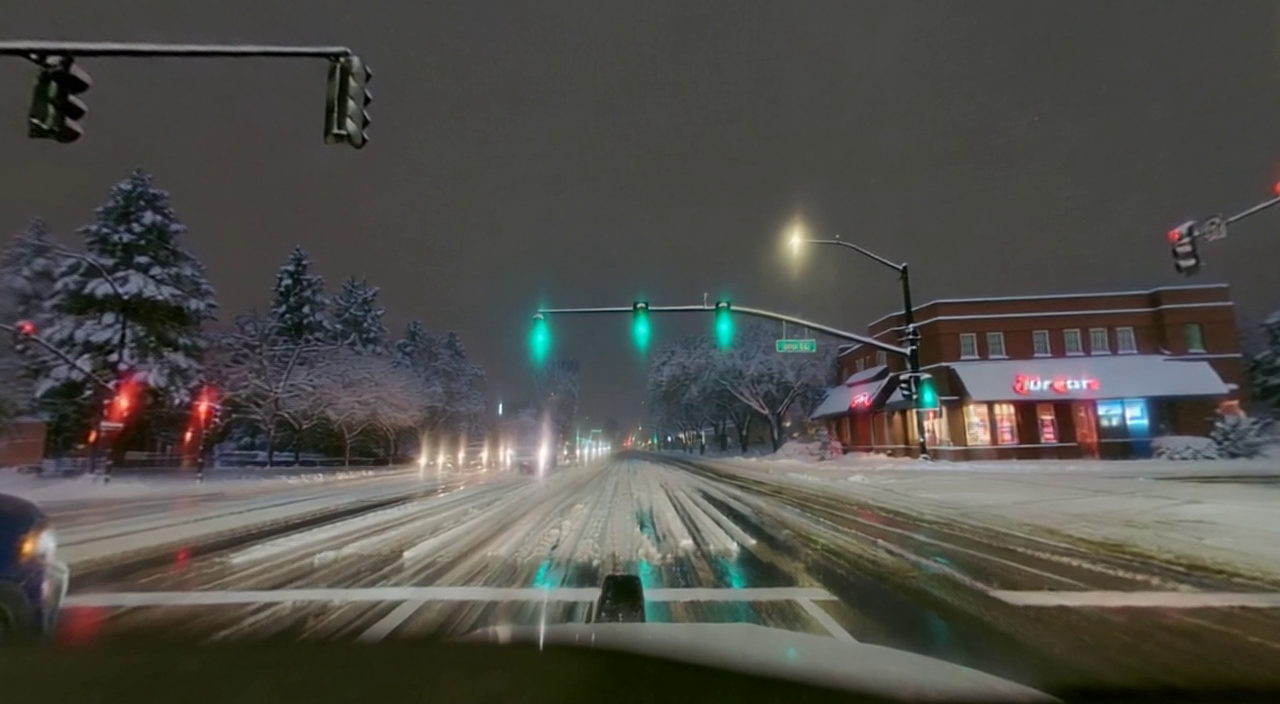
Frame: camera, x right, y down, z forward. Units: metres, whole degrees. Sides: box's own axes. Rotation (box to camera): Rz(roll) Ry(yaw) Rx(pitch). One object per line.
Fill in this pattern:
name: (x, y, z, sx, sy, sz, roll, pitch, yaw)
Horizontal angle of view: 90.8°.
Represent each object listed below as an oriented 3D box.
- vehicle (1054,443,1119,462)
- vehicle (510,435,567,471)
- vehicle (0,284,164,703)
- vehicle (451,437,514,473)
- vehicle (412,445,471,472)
vehicle: (34.363, 7.749, 48.706, 3.740, 1.433, 1.646, 0, -8, -2)
vehicle: (-5.439, 5.497, 34.637, 2.384, 1.787, 5.038, 0, -8, -2)
vehicle: (-3.323, 0.441, 0.309, 2.313, 1.883, 5.016, 0, -9, -1)
vehicle: (-8.416, 5.536, 34.327, 2.273, 1.791, 4.809, 0, -8, -1)
vehicle: (-11.323, 6.075, 36.330, 2.003, 1.476, 4.082, 0, -8, 1)
